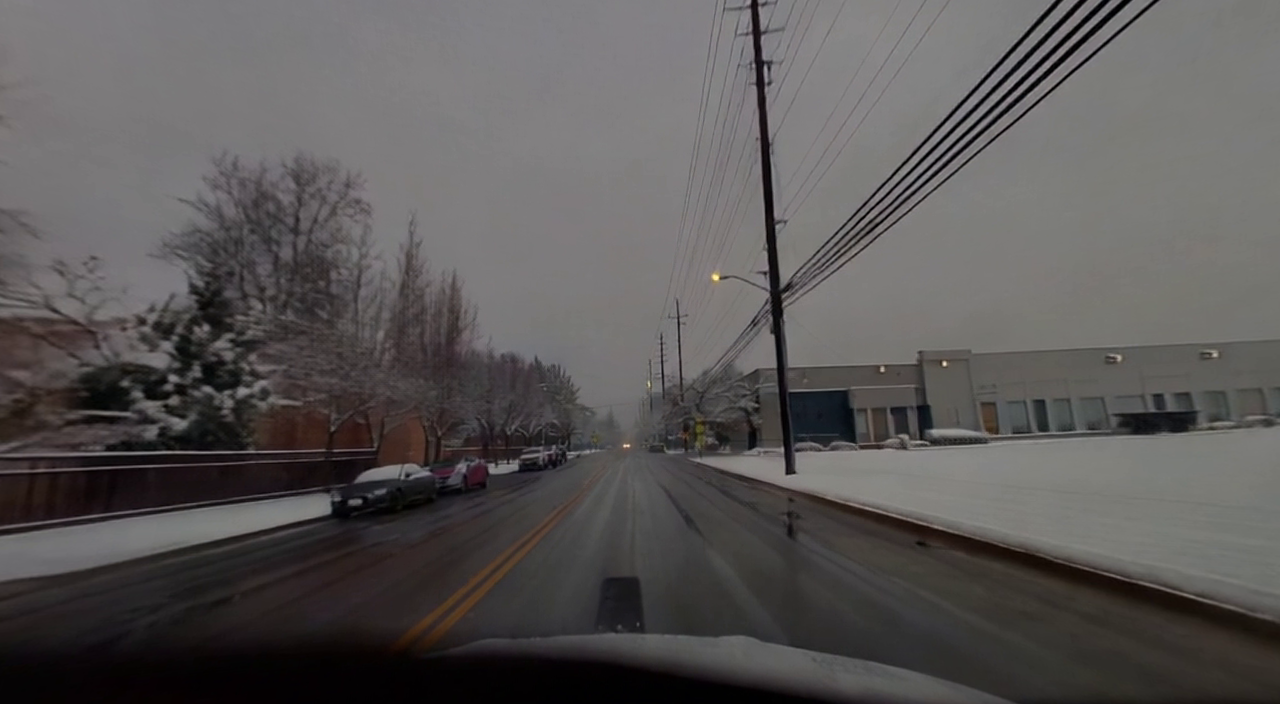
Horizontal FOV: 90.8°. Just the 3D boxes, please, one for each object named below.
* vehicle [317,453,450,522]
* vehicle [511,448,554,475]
[{"bbox_3d":[-6.672,3.512,16.979,1.815,1.402,4.559,-4,-8,-2],"label":"vehicle"},{"bbox_3d":[-6.736,6.914,39.977,1.887,1.460,4.444,-4,-8,0],"label":"vehicle"}]
